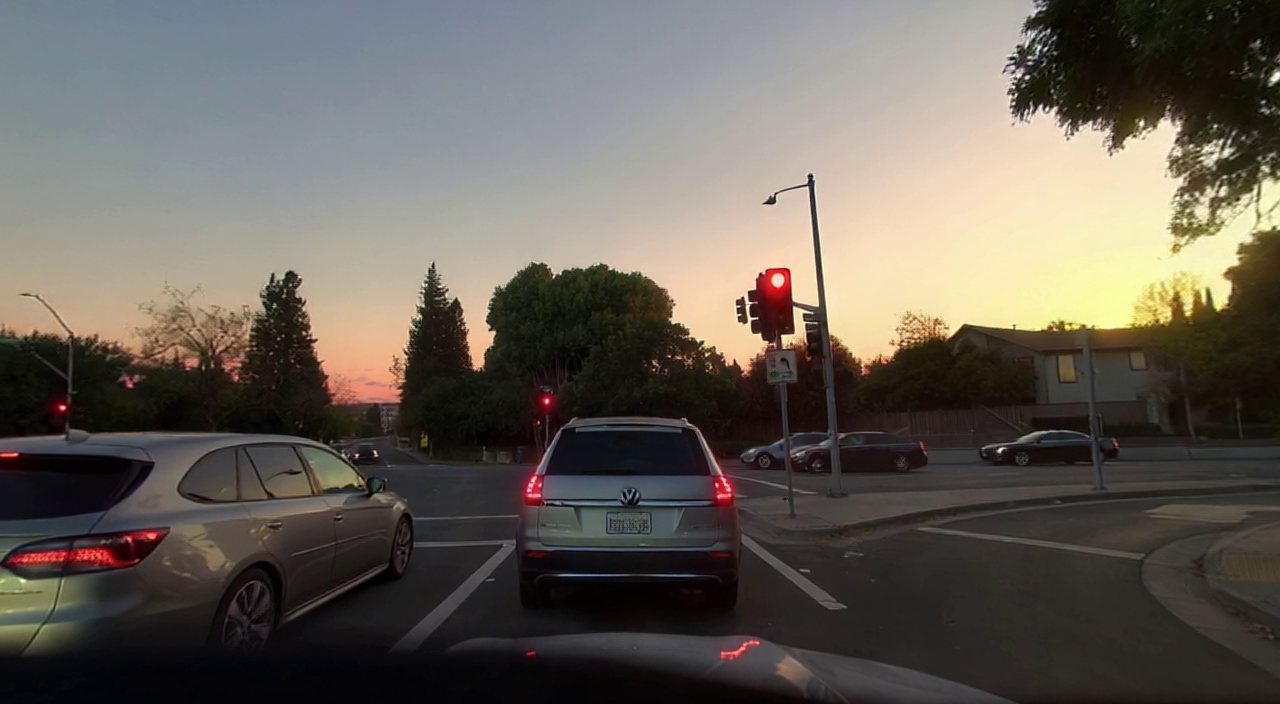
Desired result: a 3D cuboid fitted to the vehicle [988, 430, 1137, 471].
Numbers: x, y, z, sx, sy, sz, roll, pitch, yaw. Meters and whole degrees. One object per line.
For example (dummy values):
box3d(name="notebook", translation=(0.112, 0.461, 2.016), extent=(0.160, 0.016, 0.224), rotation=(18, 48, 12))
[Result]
box3d(name="vehicle", translation=(17.430, 4.097, 26.279), extent=(4.670, 1.616, 1.926), rotation=(-1, -9, 6))

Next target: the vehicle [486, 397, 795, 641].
box3d(name="vehicle", translation=(-0.141, 1.468, 6.558), extent=(2.154, 1.670, 4.140), rotation=(1, -9, -4))

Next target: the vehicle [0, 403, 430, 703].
box3d(name="vehicle", translation=(-3.290, 1.273, 4.698), extent=(2.035, 1.492, 4.415), rotation=(0, -9, -2))

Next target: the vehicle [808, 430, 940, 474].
box3d(name="vehicle", translation=(9.895, 4.280, 27.106), extent=(4.887, 1.769, 2.035), rotation=(-1, -9, 6))
